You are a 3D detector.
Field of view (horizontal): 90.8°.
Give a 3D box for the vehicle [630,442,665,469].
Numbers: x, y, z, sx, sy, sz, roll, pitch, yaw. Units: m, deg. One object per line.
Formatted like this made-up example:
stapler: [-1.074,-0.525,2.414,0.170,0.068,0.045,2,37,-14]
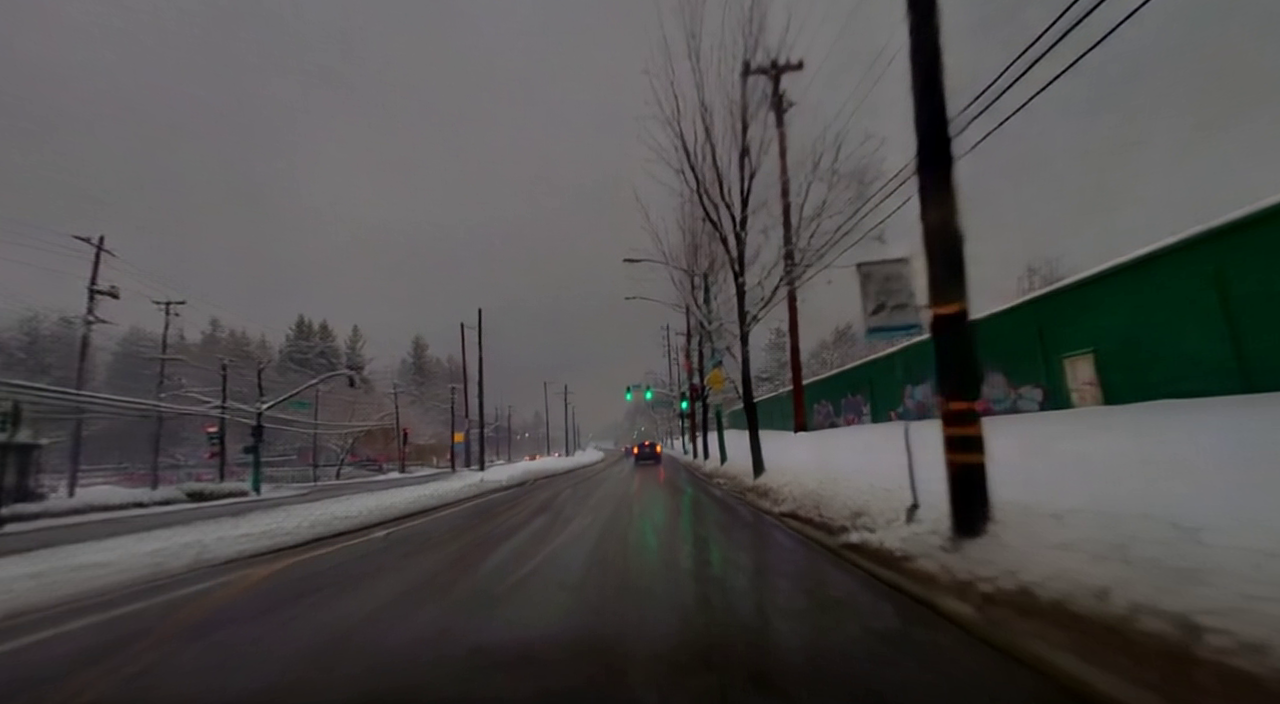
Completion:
vehicle: [0.461,6.600,40.392,2.105,1.611,3.750,0,-9,0]
